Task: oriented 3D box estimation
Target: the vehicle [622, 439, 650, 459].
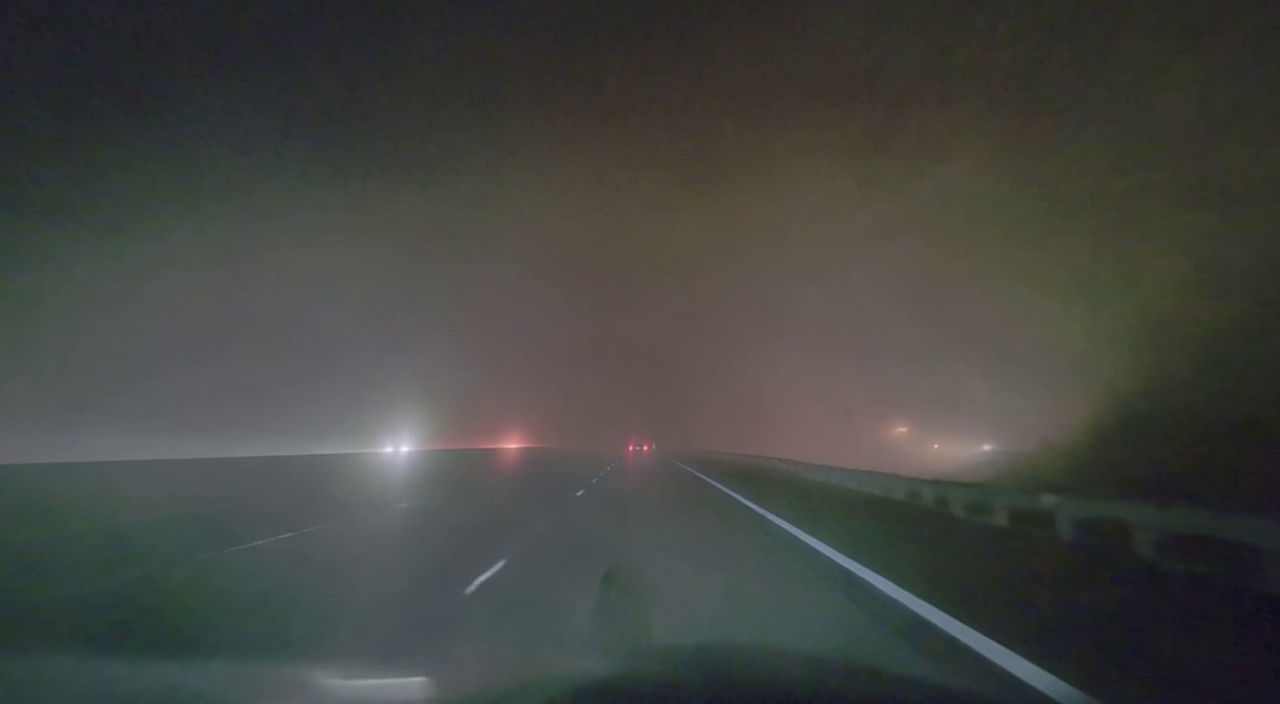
[{"bbox_3d":[-0.318,7.621,49.557,2.083,1.524,4.251,0,-8,0],"label":"vehicle"}]
